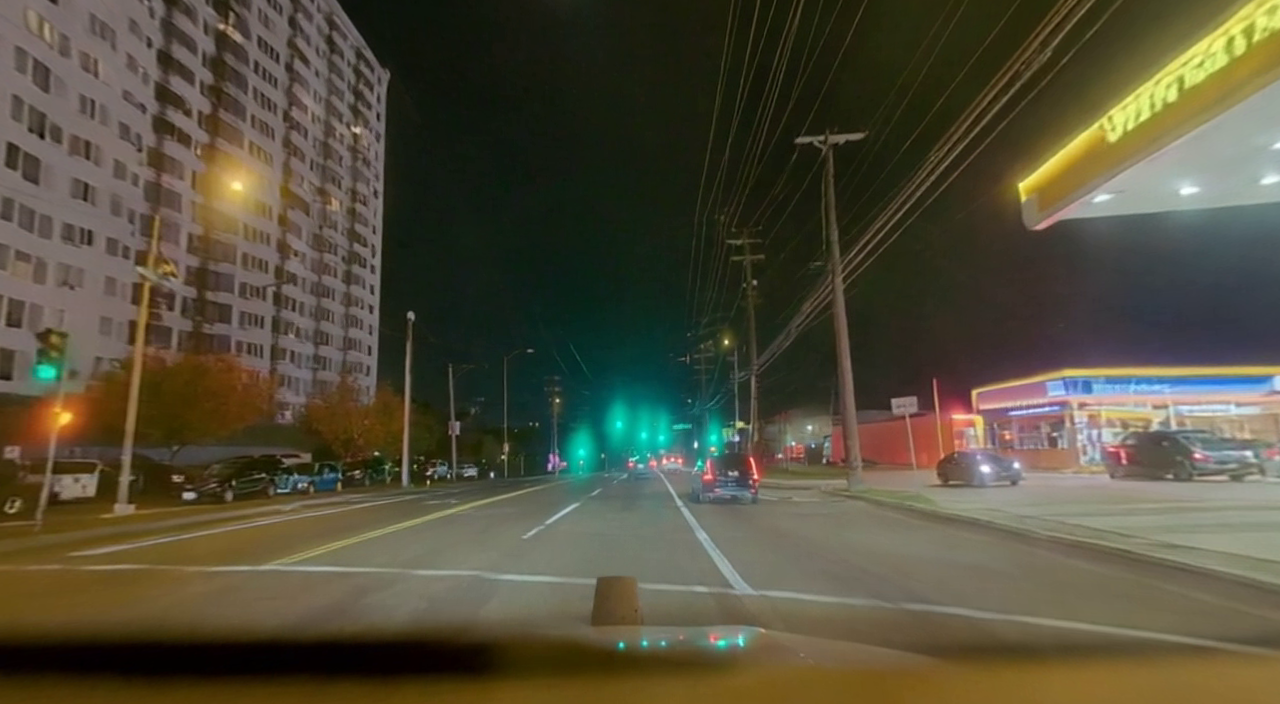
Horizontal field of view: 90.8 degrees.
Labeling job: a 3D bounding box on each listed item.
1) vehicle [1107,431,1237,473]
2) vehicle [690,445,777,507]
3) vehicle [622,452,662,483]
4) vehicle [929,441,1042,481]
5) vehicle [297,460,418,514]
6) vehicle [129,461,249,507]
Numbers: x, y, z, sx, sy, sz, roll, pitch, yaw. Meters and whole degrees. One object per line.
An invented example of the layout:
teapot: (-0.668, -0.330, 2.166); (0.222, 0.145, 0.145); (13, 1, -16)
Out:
vehicle: (21.484, 4.056, 25.758); (1.856, 1.530, 3.933); (-1, -8, 1)
vehicle: (2.701, 3.672, 19.231); (1.945, 1.647, 4.160); (0, -8, -1)
vehicle: (0.101, 6.155, 33.923); (1.999, 1.487, 3.939); (0, -8, 0)
vehicle: (14.063, 4.449, 26.080); (1.846, 1.480, 4.649); (0, -8, -2)
vehicle: (-9.150, 4.378, 20.930); (1.859, 1.451, 4.447); (-1, -8, 1)
vehicle: (-17.196, 5.023, 24.157); (3.631, 1.452, 1.610); (-3, -4, 8)
